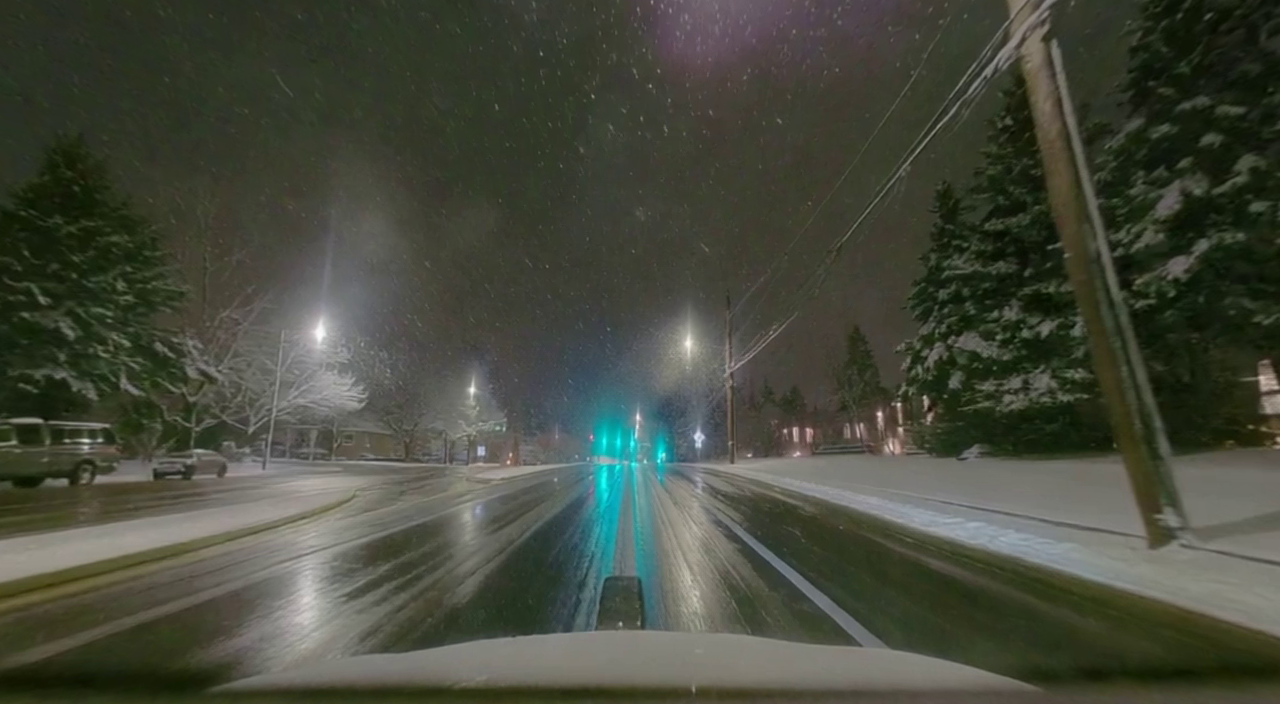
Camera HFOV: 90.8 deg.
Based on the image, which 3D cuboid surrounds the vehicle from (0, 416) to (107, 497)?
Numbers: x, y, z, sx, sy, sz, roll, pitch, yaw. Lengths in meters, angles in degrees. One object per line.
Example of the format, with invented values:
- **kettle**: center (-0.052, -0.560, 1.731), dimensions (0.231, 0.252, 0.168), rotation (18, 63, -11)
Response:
- **vehicle**: center (-22.183, 3.628, 21.548), dimensions (2.314, 2.597, 6.819), rotation (-3, -10, -3)

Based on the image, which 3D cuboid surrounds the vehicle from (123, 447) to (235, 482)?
- **vehicle**: center (-22.721, 5.512, 31.446), dimensions (2.049, 1.578, 4.787), rotation (0, -9, -2)
